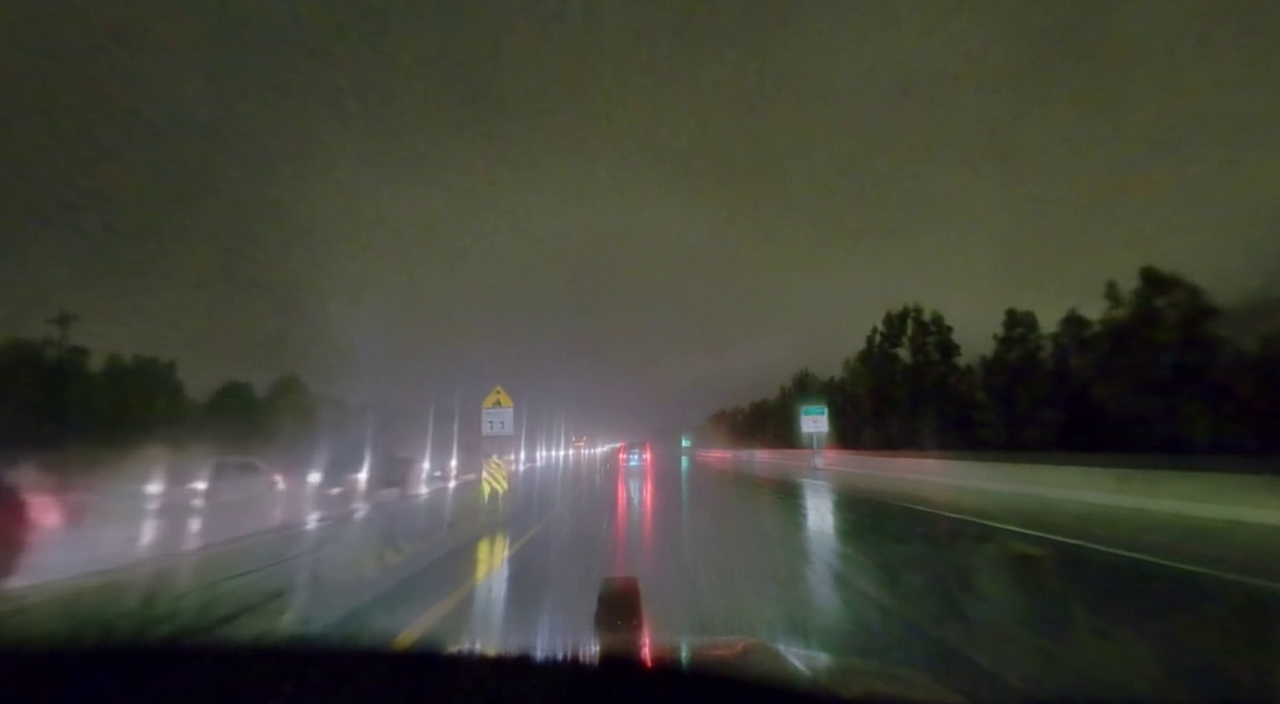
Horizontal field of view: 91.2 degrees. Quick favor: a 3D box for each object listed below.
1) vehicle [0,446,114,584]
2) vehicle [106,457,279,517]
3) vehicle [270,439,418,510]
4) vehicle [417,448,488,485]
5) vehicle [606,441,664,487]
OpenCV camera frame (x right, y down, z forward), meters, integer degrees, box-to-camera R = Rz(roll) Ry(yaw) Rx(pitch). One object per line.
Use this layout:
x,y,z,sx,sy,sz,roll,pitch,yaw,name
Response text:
-8.163,1.742,6.395,1.911,1.535,4.238,0,-9,-1,vehicle
-13.268,3.995,19.023,1.911,1.514,4.541,0,-9,-1,vehicle
-8.010,3.327,17.507,1.981,1.681,4.398,0,-9,0,vehicle
-8.584,5.262,29.100,1.977,1.549,4.521,0,-9,-1,vehicle
-0.169,4.136,23.408,1.971,1.518,4.108,0,-9,0,vehicle
